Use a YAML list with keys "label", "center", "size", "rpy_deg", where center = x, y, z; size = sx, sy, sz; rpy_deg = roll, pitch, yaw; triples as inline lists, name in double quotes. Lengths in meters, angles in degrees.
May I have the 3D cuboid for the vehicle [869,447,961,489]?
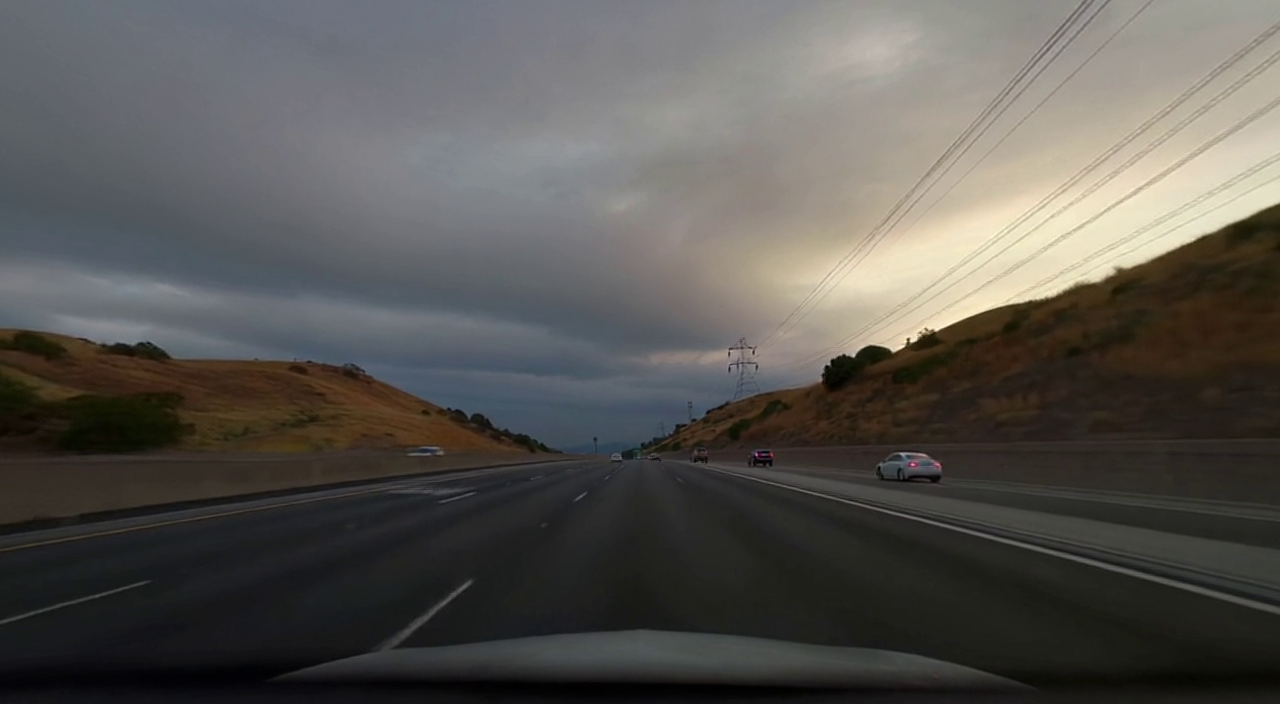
- label: "vehicle"
  center: [10.807, 4.558, 25.036]
  size: [1.884, 1.486, 3.770]
  rpy_deg: [1, -8, -1]
